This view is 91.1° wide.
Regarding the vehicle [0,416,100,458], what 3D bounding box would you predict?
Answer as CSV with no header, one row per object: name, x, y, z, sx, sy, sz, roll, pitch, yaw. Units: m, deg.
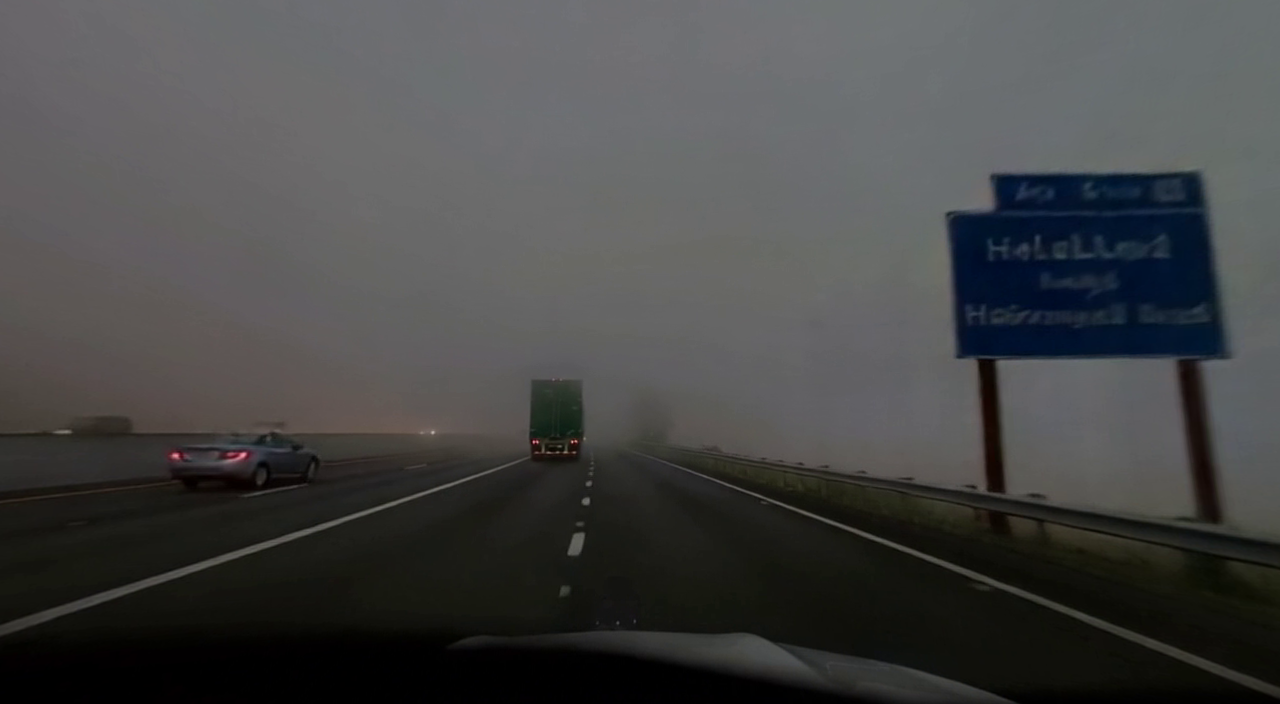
vehicle,-24.125,3.335,24.751,1.871,1.498,4.540,0,-8,-4

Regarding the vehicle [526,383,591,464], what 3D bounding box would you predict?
vehicle,-4.513,4.417,37.407,3.002,3.987,12.477,1,-8,-4

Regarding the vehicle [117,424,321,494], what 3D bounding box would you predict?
vehicle,-10.558,2.697,16.375,2.138,1.531,4.864,0,-8,-3
